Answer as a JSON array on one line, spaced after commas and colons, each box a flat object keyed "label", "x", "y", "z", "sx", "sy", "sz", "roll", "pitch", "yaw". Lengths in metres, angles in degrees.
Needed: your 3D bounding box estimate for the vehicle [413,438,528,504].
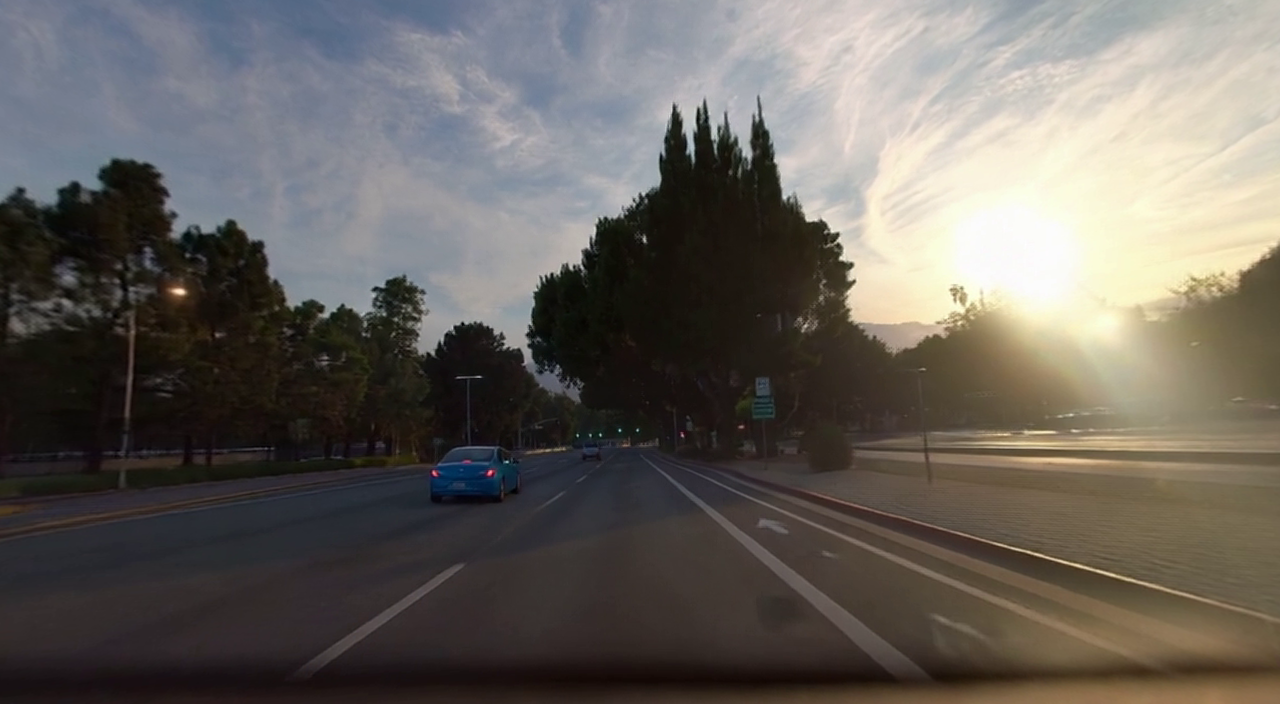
[{"label": "vehicle", "x": -4.217, "y": 2.995, "z": 16.403, "sx": 1.964, "sy": 1.472, "sz": 4.078, "roll": 0, "pitch": -8, "yaw": -2}]
